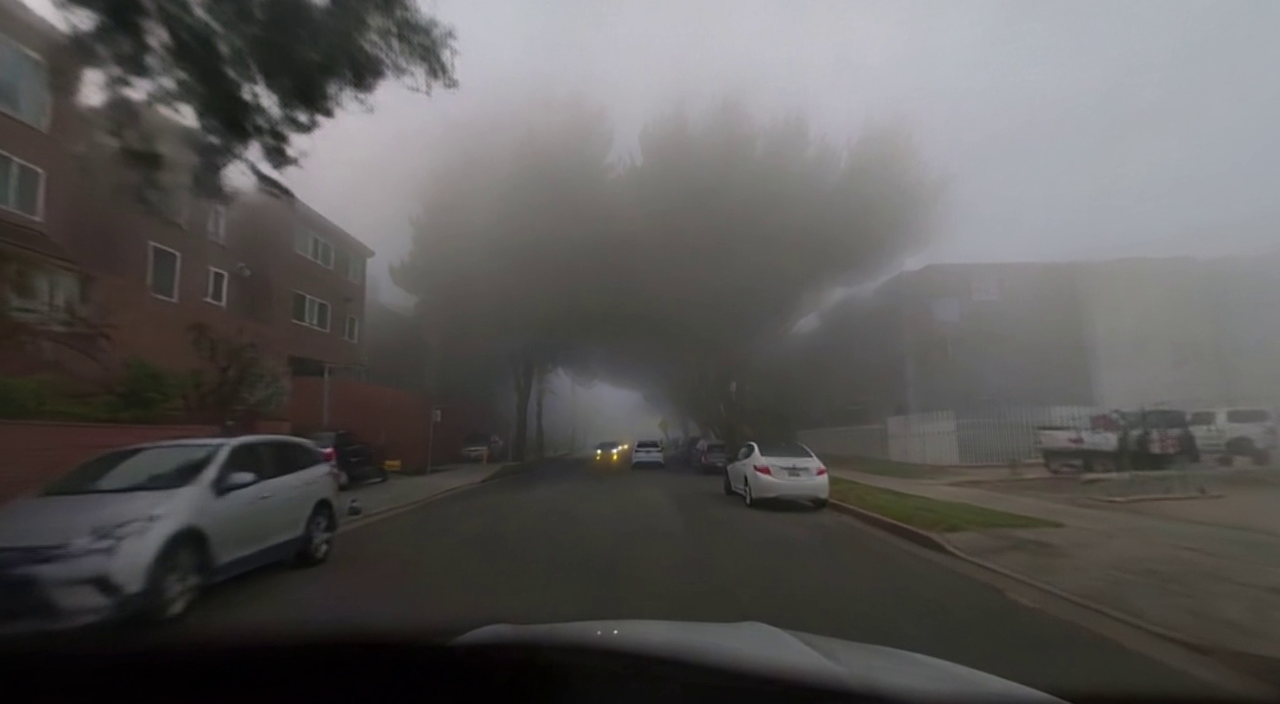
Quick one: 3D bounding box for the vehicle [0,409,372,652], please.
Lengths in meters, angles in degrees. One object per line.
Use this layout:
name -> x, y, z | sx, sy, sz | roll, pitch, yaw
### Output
vehicle -> -4.452, 1.440, 6.338 | 1.911, 1.573, 3.637 | 1, -4, 0

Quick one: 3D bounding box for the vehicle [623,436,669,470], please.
vehicle -> 0.278, 4.851, 30.404 | 2.095, 1.510, 3.605 | 0, -8, 0

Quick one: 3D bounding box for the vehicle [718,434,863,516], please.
vehicle -> 3.054, 2.596, 13.855 | 2.086, 1.498, 4.280 | 0, -8, -1

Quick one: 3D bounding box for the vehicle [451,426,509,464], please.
vehicle -> -8.375, 4.859, 33.388 | 2.010, 1.747, 4.266 | -1, -5, -1

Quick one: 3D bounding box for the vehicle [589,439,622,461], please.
vehicle -> -2.345, 6.782, 43.815 | 1.955, 1.463, 4.323 | 0, -8, 1
